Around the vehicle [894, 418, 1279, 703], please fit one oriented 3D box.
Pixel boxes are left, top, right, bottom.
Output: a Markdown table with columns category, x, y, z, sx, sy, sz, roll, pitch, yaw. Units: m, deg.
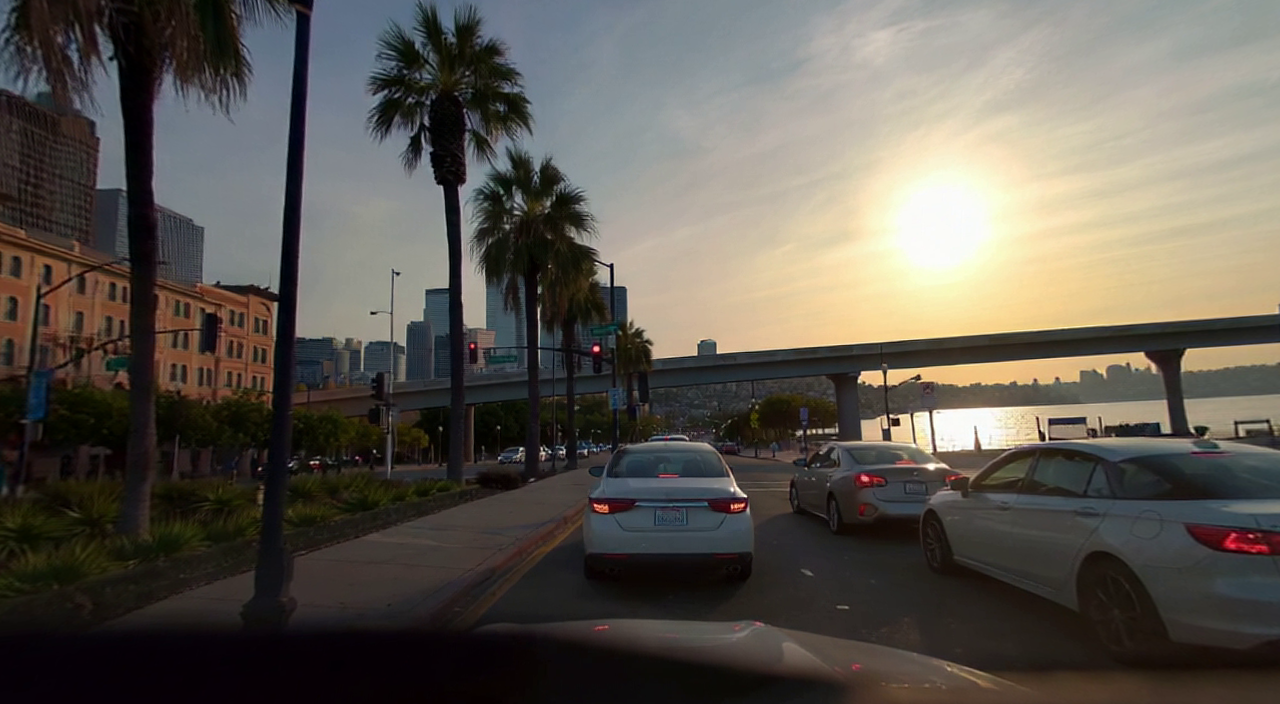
| category | x | y | z | sx | sy | sz | roll | pitch | yaw |
| --- | --- | --- | --- | --- | --- | --- | --- | --- | --- |
| vehicle | 3.917 | 1.367 | 5.095 | 1.913 | 1.469 | 4.425 | 0 | -9 | 0 |

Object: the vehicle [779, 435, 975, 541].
| category | x | y | z | sx | sy | sz | roll | pitch | yaw |
| --- | --- | --- | --- | --- | --- | --- | --- | --- | --- |
| vehicle | 3.884 | 2.291 | 11.300 | 1.920 | 1.490 | 4.417 | -1 | -9 | 2 |

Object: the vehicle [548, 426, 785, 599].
| category | x | y | z | sx | sy | sz | roll | pitch | yaw |
| --- | --- | --- | --- | --- | --- | --- | --- | --- | --- |
| vehicle | 0.260 | 1.706 | 7.498 | 2.093 | 1.503 | 3.681 | 0 | -9 | 1 |
